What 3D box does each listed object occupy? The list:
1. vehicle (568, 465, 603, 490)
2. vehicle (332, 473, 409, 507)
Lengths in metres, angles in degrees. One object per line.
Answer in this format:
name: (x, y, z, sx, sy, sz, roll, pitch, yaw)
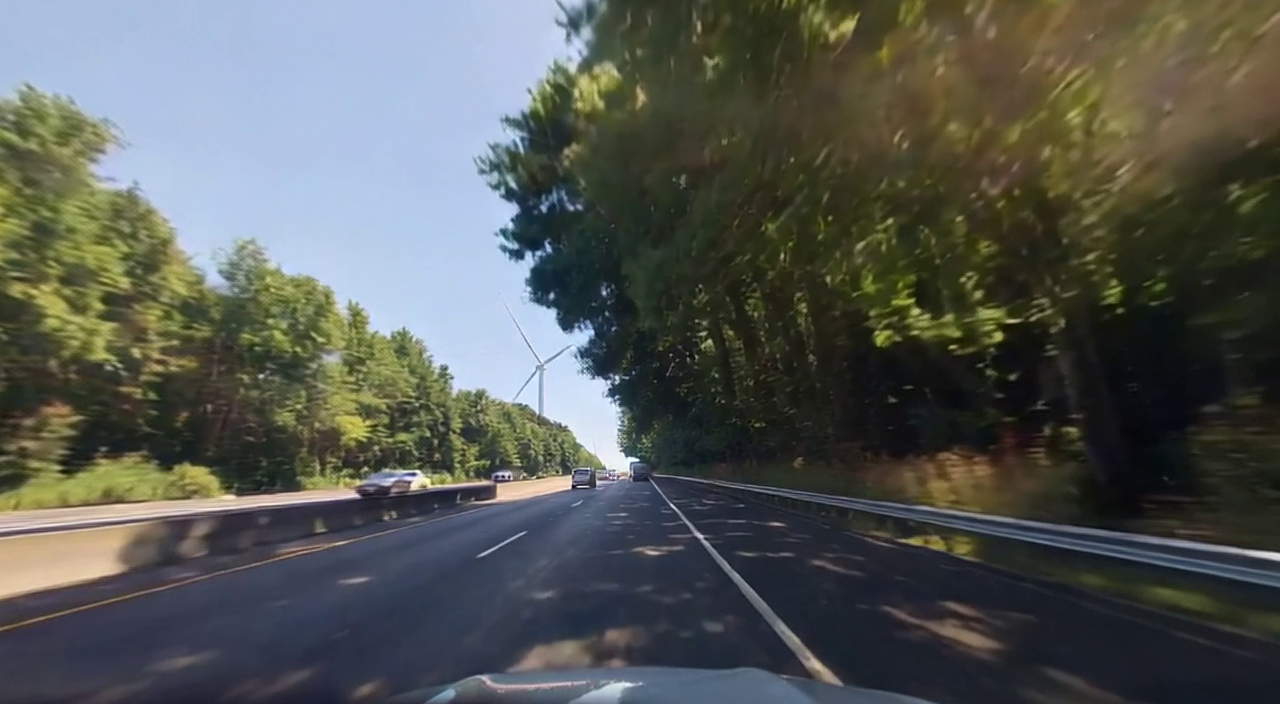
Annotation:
vehicle: (-3.898, 9.125, 46.024, 2.124, 1.705, 4.440, 1, -11, 0)
vehicle: (-12.820, 6.555, 30.220, 1.822, 1.431, 4.146, 1, -11, 0)
